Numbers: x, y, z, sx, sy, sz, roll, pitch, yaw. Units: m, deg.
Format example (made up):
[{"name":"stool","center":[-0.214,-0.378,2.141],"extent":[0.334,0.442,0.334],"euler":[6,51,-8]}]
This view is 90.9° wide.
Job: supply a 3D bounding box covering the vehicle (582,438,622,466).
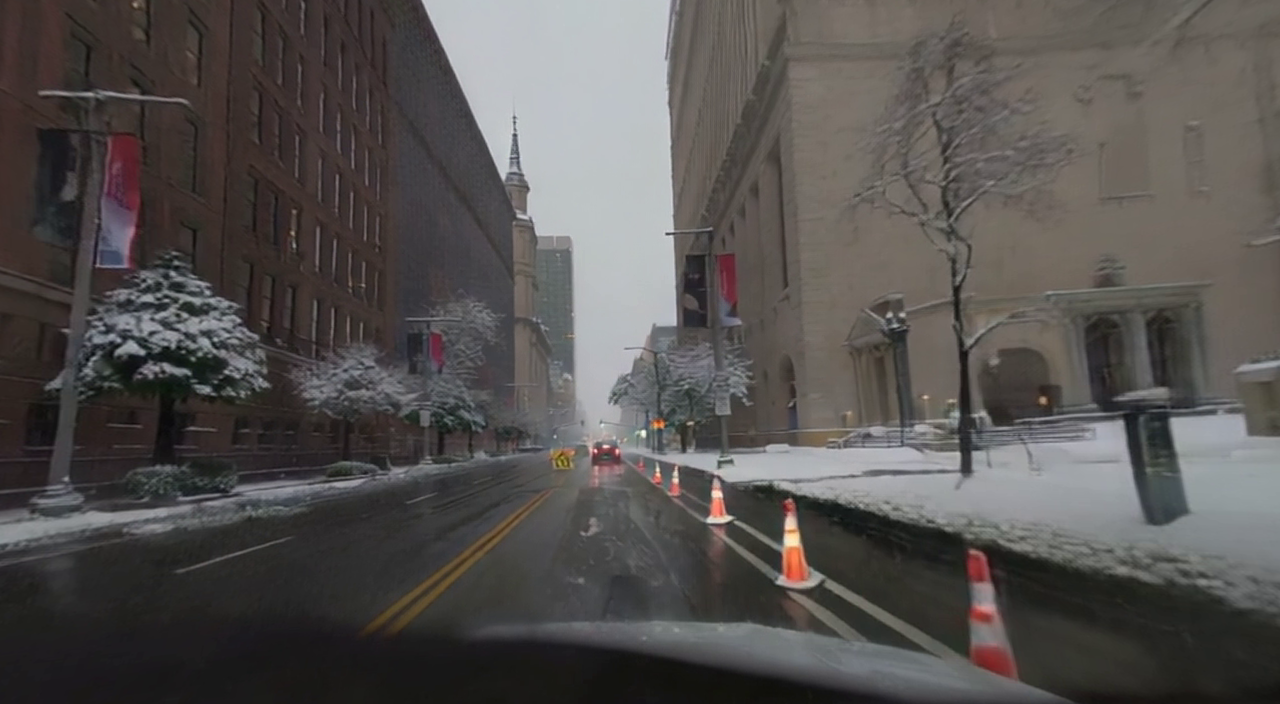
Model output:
[{"name":"vehicle","center":[-2.229,5.825,36.807],"extent":[2.216,1.492,4.725],"euler":[1,-8,-4]}]
